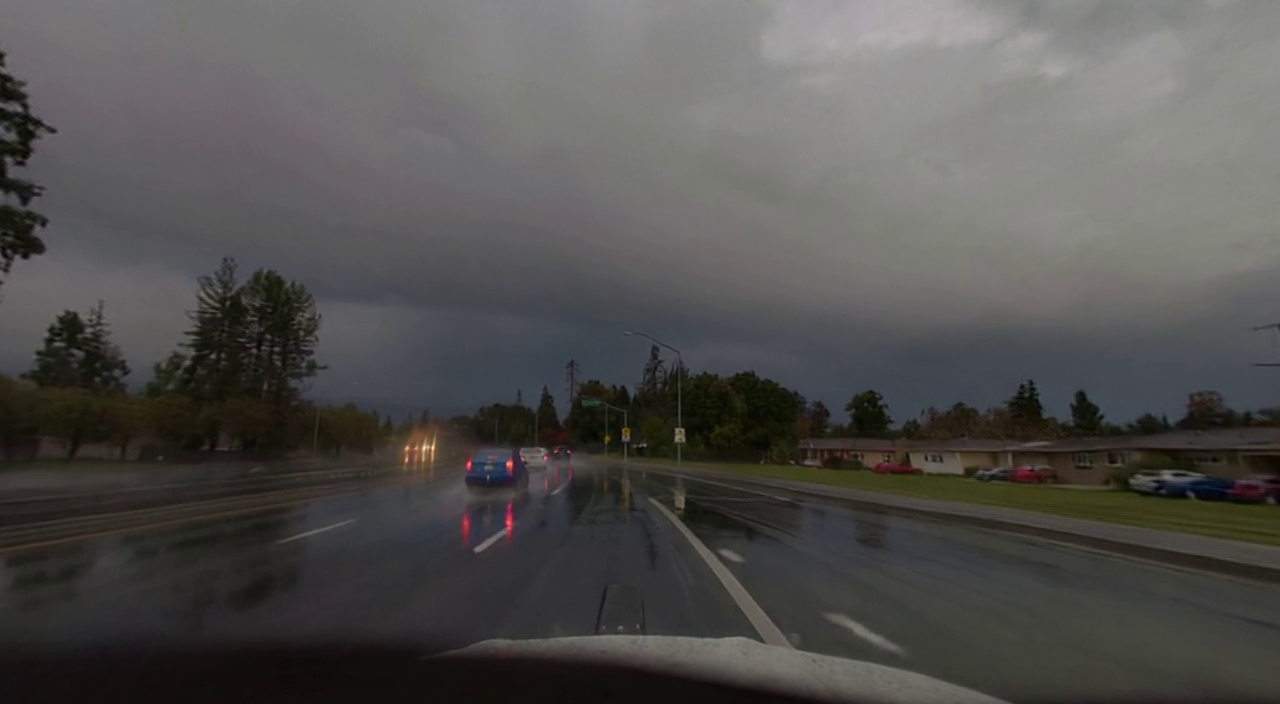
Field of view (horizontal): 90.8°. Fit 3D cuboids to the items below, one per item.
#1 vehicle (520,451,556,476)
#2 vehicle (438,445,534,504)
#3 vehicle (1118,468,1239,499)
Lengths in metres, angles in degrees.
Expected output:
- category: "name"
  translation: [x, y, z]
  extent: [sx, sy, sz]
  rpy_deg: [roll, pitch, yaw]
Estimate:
- category: "vehicle"
  translation: [-6.391, 7.006, 39.902]
  extent: [1.904, 1.476, 3.736]
  rpy_deg: [0, -8, -4]
- category: "vehicle"
  translation: [-4.739, 3.789, 20.136]
  extent: [2.098, 1.613, 4.606]
  rpy_deg: [0, -8, -3]
- category: "vehicle"
  translation: [36.179, 8.836, 42.806]
  extent: [2.105, 1.703, 6.354]
  rpy_deg: [1, -9, -7]
